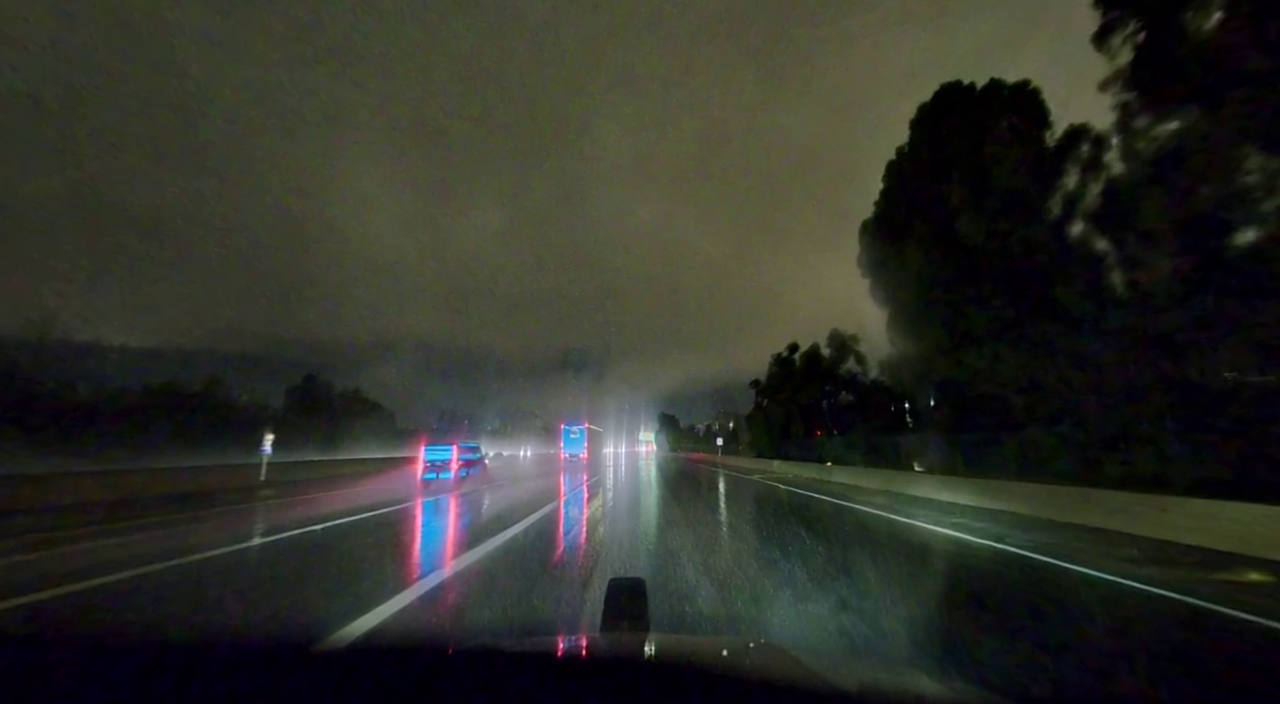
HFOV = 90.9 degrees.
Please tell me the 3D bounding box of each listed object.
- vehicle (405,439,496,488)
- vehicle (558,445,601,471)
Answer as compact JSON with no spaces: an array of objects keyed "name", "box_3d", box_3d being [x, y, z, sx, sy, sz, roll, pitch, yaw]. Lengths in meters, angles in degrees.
[{"name":"vehicle","box_3d":[-7.028,4.175,23.965,2.075,1.646,4.405,0,-8,0]},{"name":"vehicle","box_3d":[-3.750,6.617,39.665,2.184,1.554,4.350,0,-8,1]}]
